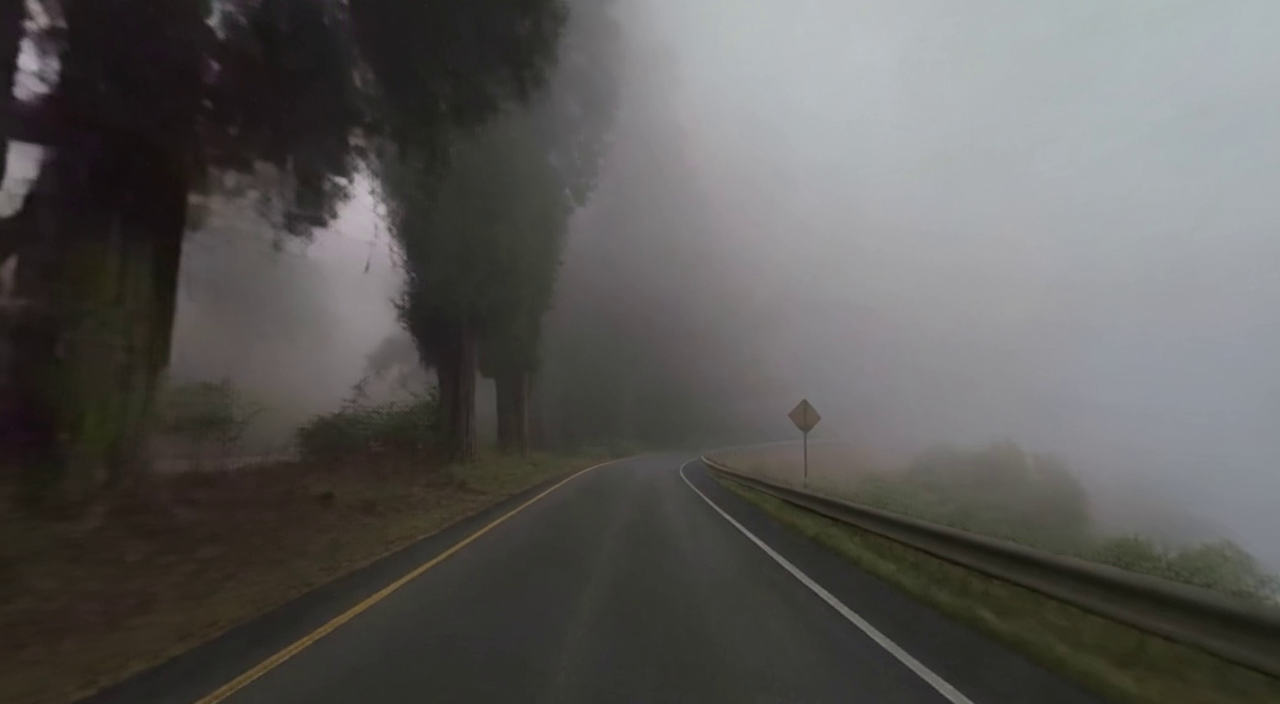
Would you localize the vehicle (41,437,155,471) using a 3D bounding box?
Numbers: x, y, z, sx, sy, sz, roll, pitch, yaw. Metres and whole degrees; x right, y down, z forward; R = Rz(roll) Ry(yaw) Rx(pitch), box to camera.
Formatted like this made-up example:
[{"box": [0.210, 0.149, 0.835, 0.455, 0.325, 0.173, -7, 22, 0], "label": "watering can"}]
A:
[{"box": [-29.994, 5.651, 35.269, 1.885, 1.719, 5.522, 1, -9, -6], "label": "vehicle"}]
